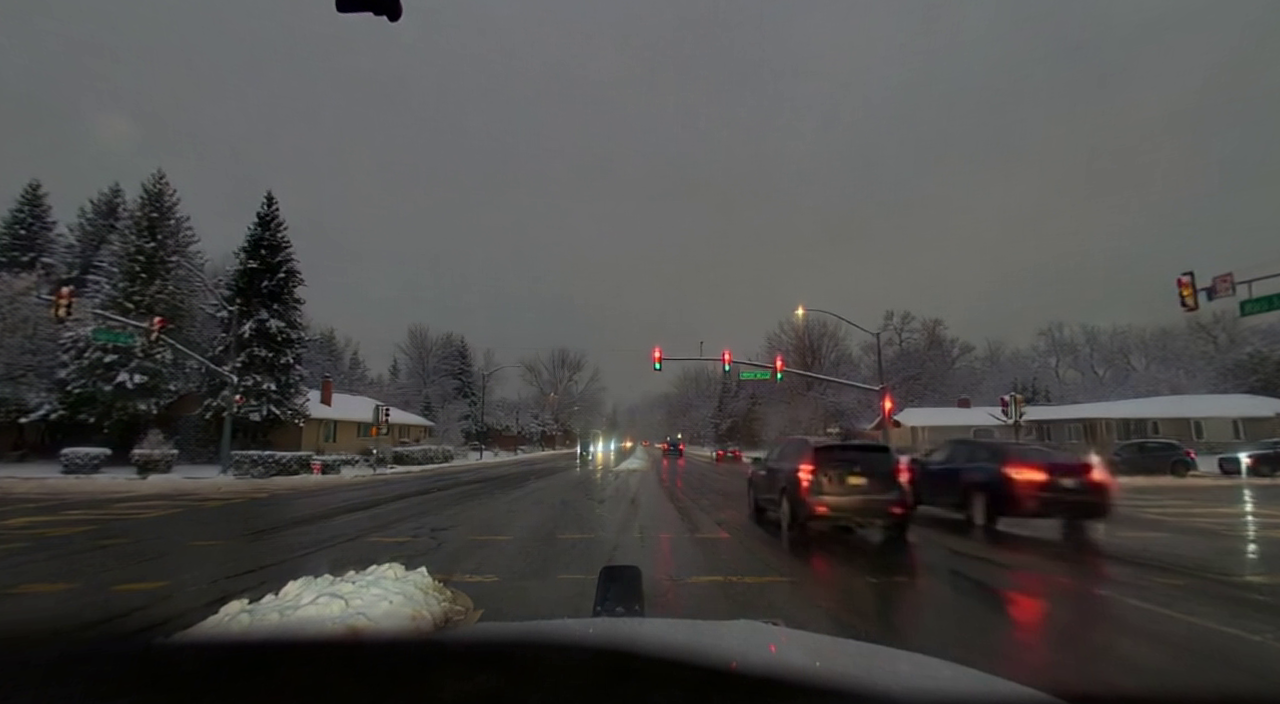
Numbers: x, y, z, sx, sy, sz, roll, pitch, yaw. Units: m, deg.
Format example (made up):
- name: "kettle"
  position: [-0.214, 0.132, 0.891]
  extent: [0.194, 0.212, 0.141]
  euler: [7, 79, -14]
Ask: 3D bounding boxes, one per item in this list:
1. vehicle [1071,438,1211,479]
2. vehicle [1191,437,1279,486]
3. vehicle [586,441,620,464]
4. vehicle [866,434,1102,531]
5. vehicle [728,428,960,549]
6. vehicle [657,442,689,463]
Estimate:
- name: "vehicle"
  position: [23.485, 4.988, 29.754]
  extent: [4.807, 1.835, 2.033]
  euler: [0, -9, -1]
- name: "vehicle"
  position: [23.618, 4.040, 23.475]
  extent: [4.417, 1.725, 1.969]
  euler: [0, -9, -1]
- name: "vehicle"
  position: [-2.412, 6.709, 42.283]
  extent: [2.045, 1.484, 3.991]
  euler: [0, -9, 0]
- name: "vehicle"
  position: [6.334, 2.439, 12.448]
  extent: [2.074, 1.530, 4.565]
  euler: [0, -9, 0]
- name: "vehicle"
  position: [2.945, 2.108, 10.552]
  extent: [2.142, 1.506, 4.948]
  euler: [0, -9, -1]
- name: "vehicle"
  position: [2.447, 7.531, 47.532]
  extent: [2.079, 1.473, 4.748]
  euler: [0, -9, -1]
